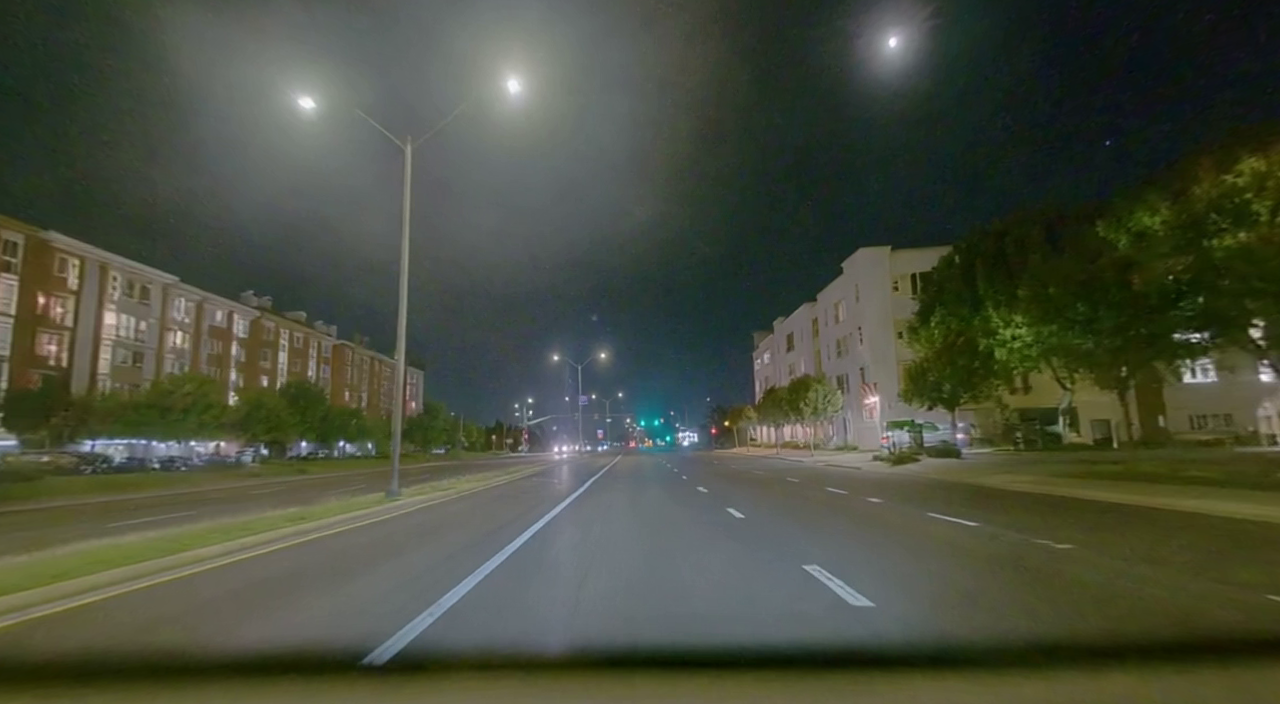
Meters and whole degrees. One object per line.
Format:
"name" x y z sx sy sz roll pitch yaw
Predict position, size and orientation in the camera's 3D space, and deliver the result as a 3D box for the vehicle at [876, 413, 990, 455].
"vehicle" 19.716 5.541 42.747 6.543 2.736 2.324 0 -9 -1
